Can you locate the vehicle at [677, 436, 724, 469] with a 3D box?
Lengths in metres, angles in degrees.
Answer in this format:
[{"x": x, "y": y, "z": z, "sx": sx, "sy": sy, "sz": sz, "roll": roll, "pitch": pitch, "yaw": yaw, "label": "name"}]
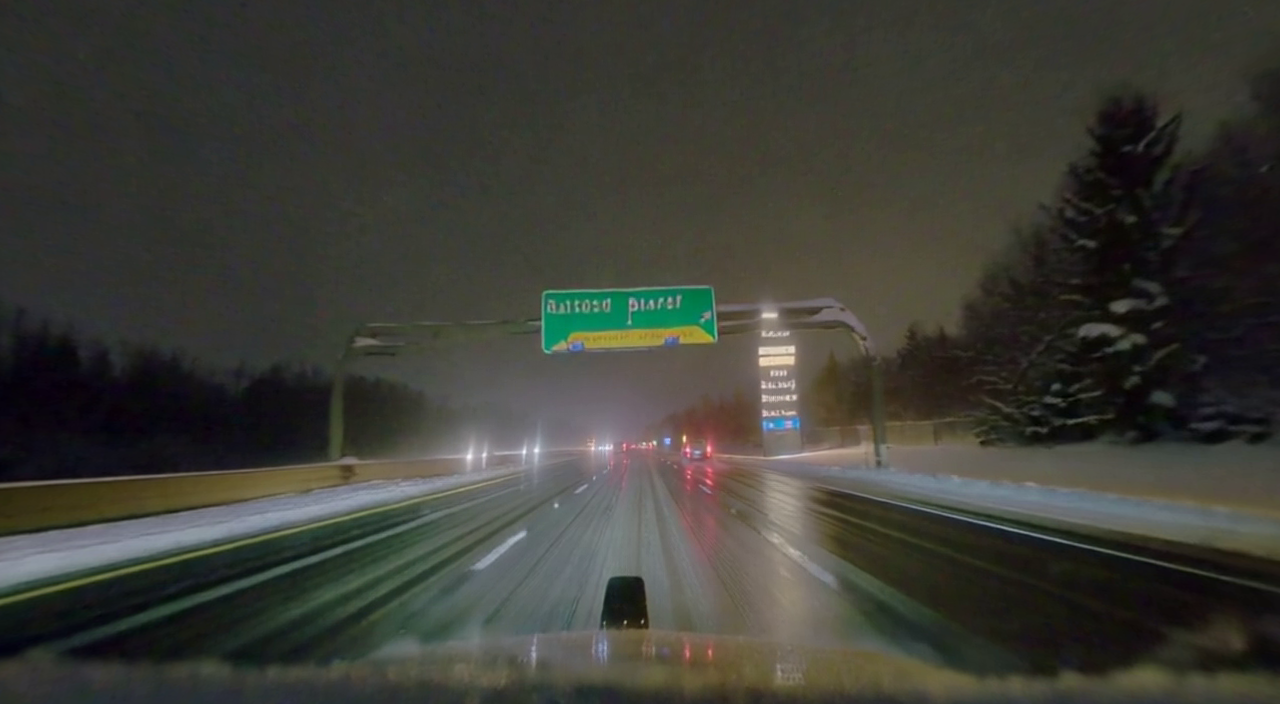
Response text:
[{"x": 3.329, "y": 5.606, "z": 35.175, "sx": 2.202, "sy": 1.682, "sz": 4.188, "roll": 0, "pitch": -8, "yaw": 0, "label": "vehicle"}]
